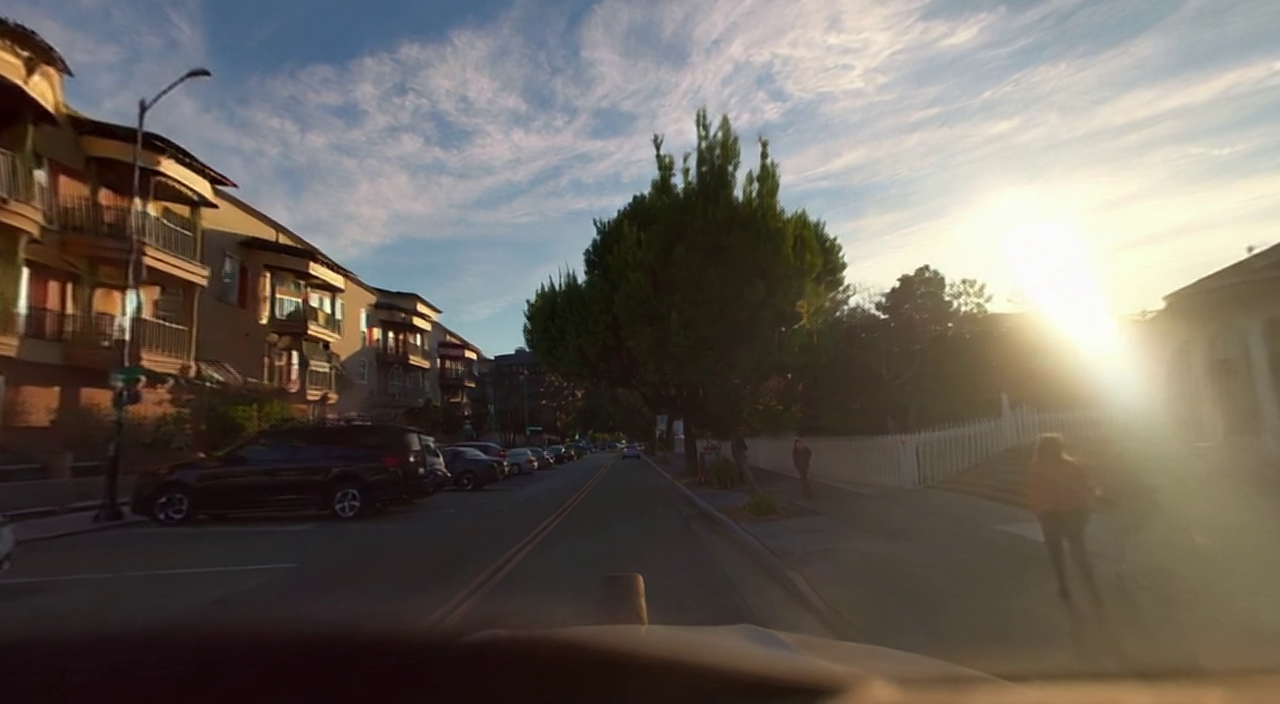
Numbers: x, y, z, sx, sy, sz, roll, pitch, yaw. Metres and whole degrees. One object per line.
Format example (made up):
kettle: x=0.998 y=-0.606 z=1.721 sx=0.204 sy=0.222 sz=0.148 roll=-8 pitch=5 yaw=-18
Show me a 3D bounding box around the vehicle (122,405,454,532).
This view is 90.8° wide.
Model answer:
vehicle: x=-7.216 y=2.451 z=13.649 sx=5.592 sy=2.439 sz=2.515 roll=0 pitch=-9 yaw=-1
